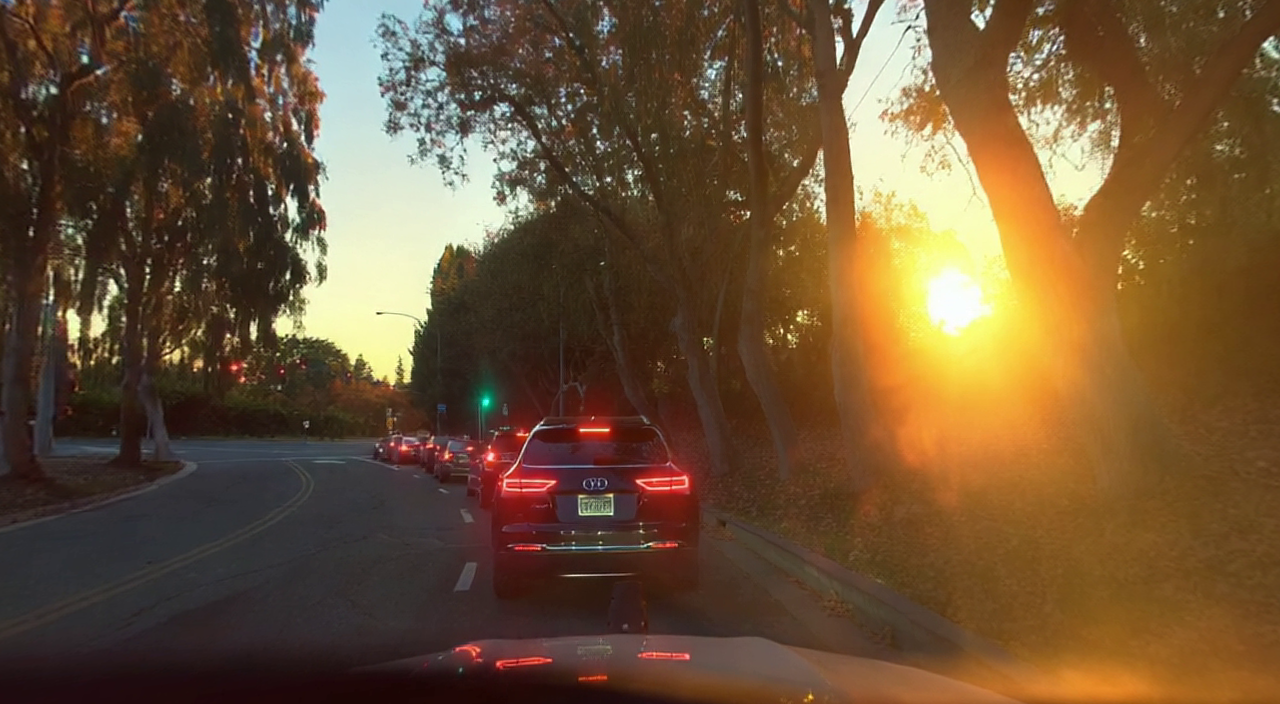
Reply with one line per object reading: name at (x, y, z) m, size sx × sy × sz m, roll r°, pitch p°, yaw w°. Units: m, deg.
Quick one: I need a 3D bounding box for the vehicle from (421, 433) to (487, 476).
vehicle at (-7.303, 3.947, 24.484) m, size 1.902 × 1.536 × 3.662 m, roll 4°, pitch -9°, yaw -25°

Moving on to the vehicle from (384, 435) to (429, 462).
vehicle at (-13.749, 5.638, 36.894) m, size 1.863 × 1.488 × 4.426 m, roll 4°, pitch -9°, yaw -27°

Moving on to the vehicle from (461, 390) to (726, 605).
vehicle at (-0.679, 1.456, 7.203) m, size 2.134 × 1.671 × 4.147 m, roll 1°, pitch -8°, yaw -9°
